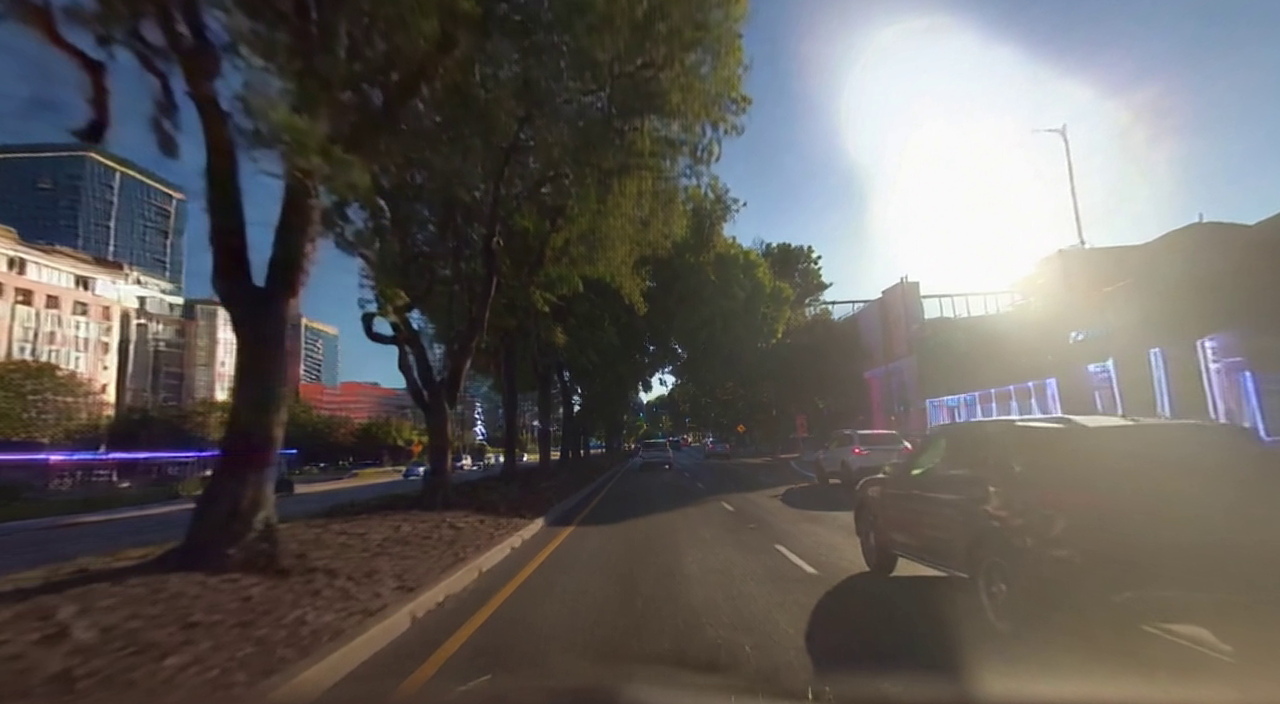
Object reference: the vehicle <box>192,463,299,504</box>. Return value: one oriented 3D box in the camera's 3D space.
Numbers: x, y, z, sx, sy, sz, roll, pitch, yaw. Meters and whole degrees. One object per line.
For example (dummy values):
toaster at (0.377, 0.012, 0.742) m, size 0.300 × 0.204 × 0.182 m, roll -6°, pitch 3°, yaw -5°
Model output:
vehicle at (-18.341, 6.109, 29.598) m, size 1.947 × 1.609 × 4.589 m, roll -1°, pitch -8°, yaw 1°

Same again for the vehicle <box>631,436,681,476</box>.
vehicle at (0.658, 4.701, 28.729) m, size 2.125 × 1.669 × 3.880 m, roll 0°, pitch -8°, yaw 0°

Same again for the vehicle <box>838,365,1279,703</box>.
vehicle at (3.206, 1.177, 4.657) m, size 1.931 × 1.591 × 4.708 m, roll 0°, pitch -8°, yaw 0°
